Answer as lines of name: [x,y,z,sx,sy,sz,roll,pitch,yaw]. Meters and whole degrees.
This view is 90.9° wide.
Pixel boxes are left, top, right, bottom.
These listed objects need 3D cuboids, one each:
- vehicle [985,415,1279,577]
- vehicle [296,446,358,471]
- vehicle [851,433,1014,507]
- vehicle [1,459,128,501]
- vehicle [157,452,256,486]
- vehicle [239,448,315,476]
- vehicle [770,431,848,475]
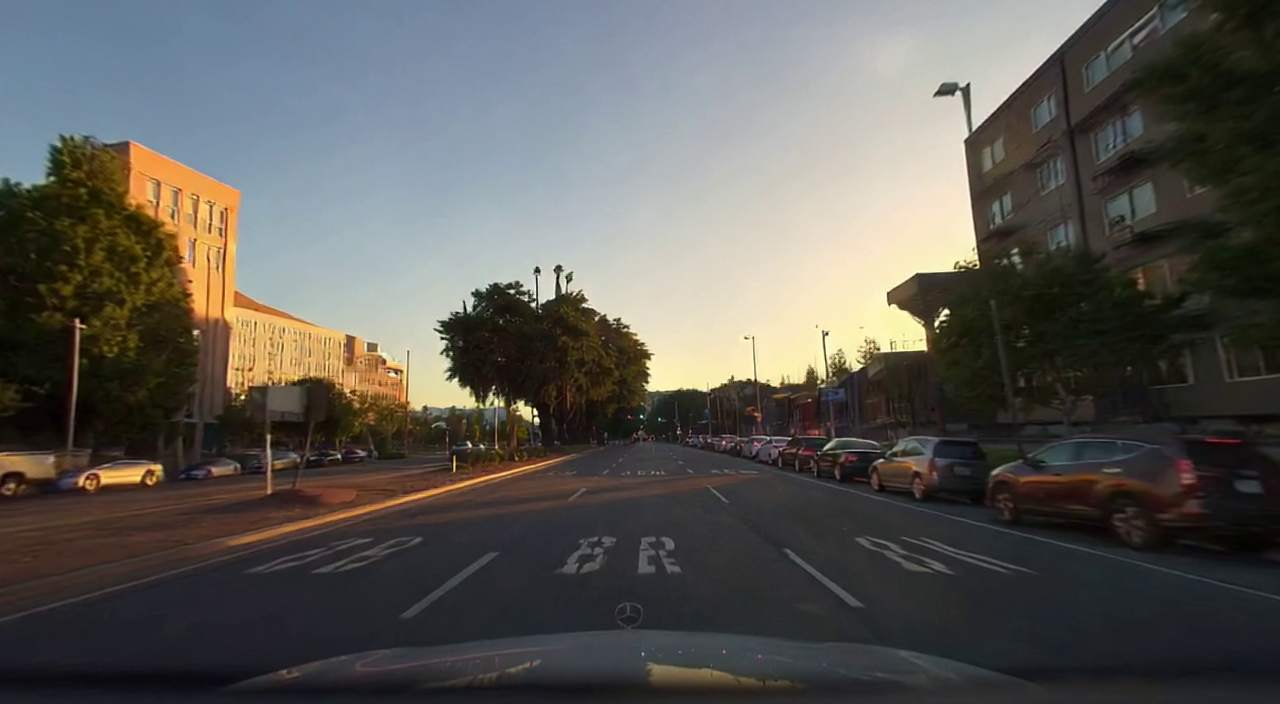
vehicle: [6.978,1.790,8.687,1.877,1.630,4.390,0,-8,-1]
vehicle: [-21.890,7.454,44.363,1.827,1.518,4.870,-3,-9,1]
vehicle: [7.051,2.871,15.841,1.964,1.559,4.533,-1,-8,1]
vehicle: [-22.102,4.888,24.380,1.842,1.312,3.209,-3,-9,1]
vehicle: [-22.117,5.944,32.426,1.795,1.415,4.664,-5,-9,0]
vehicle: [-22.189,6.695,38.733,1.990,1.525,4.387,-3,-9,1]
vehicle: [7.086,4.301,27.025,1.963,1.701,5.028,-1,-8,1]
